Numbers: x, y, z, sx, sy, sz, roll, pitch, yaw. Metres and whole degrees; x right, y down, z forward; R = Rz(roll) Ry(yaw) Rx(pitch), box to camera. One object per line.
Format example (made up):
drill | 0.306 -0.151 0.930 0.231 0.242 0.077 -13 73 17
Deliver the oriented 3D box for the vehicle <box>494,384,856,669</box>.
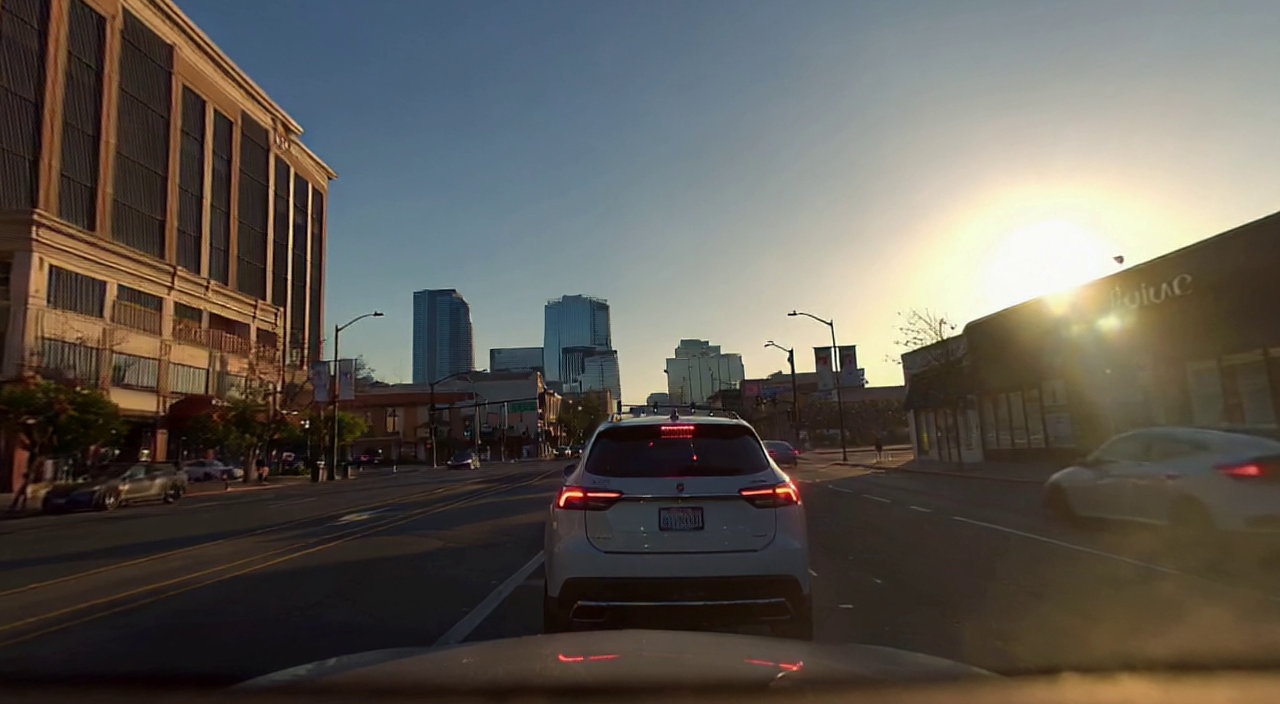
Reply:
vehicle | 0.205 1.312 5.737 2.125 1.669 3.880 0 -8 0

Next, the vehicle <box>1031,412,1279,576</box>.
vehicle | 6.899 1.548 7.435 1.900 1.507 4.151 0 -8 0

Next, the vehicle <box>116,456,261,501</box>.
vehicle | -19.373 5.386 27.244 1.981 1.659 4.608 -7 -10 37

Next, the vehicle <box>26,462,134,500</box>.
vehicle | -28.649 6.619 32.443 2.018 1.716 4.042 -1 -10 -5
